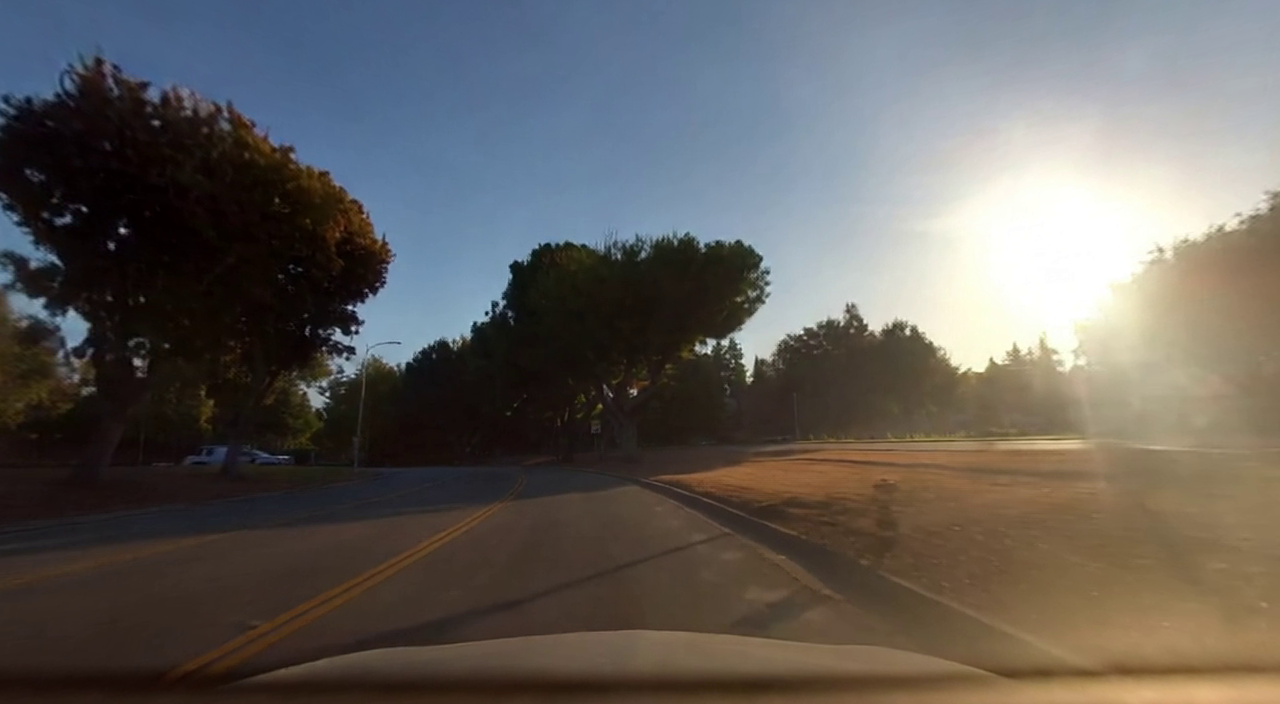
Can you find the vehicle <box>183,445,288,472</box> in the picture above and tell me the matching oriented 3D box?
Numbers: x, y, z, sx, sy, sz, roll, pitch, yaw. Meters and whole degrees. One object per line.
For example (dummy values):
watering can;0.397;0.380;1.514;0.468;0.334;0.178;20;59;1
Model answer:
vehicle;-28.145;7.473;44.236;5.613;1.775;2.357;3;-9;-14
